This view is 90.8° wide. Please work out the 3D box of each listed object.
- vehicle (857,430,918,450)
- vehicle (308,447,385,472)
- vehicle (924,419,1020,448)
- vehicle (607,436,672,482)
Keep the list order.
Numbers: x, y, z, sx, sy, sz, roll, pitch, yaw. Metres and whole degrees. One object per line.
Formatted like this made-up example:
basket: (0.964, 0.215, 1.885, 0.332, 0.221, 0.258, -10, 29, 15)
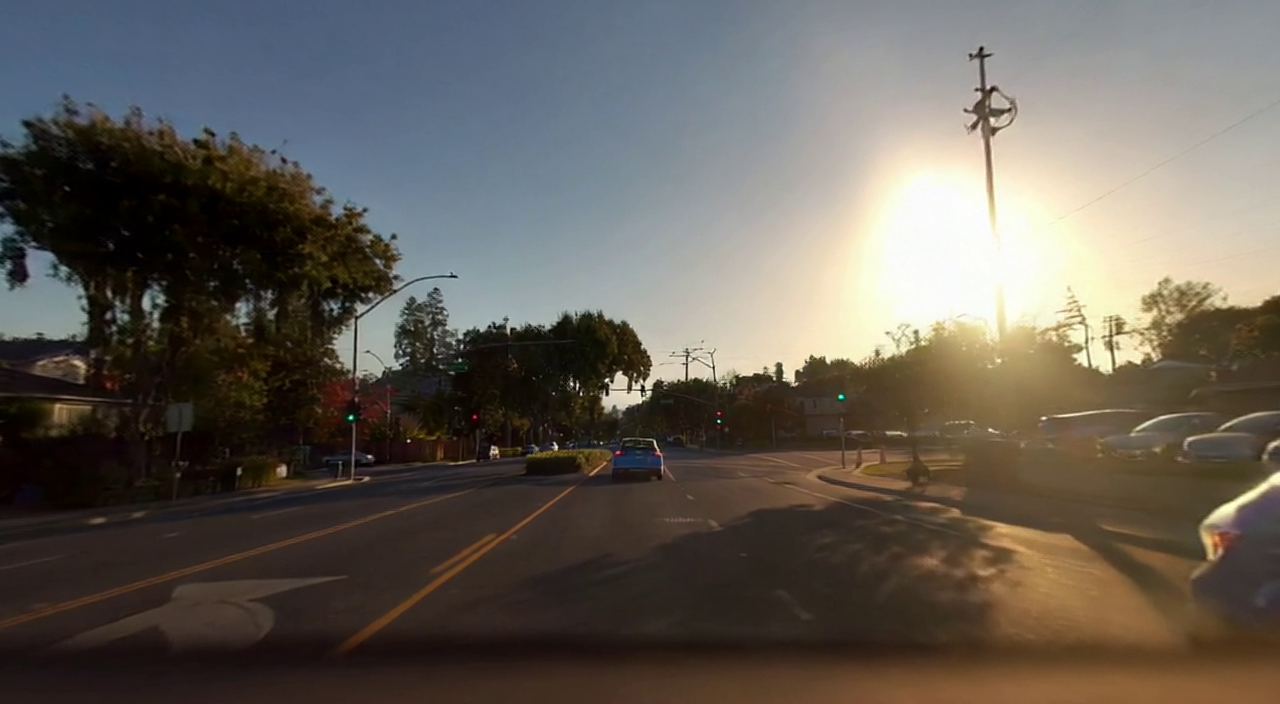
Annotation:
vehicle: (18.841, 6.743, 48.212, 3.949, 1.505, 1.766, 0, -9, 1)
vehicle: (-20.974, 7.714, 45.288, 4.588, 1.703, 1.879, 0, -9, 1)
vehicle: (25.410, 6.293, 48.516, 6.041, 1.900, 2.349, -1, -9, -6)
vehicle: (-0.006, 3.753, 22.461, 2.104, 1.462, 3.991, 0, -9, 0)
